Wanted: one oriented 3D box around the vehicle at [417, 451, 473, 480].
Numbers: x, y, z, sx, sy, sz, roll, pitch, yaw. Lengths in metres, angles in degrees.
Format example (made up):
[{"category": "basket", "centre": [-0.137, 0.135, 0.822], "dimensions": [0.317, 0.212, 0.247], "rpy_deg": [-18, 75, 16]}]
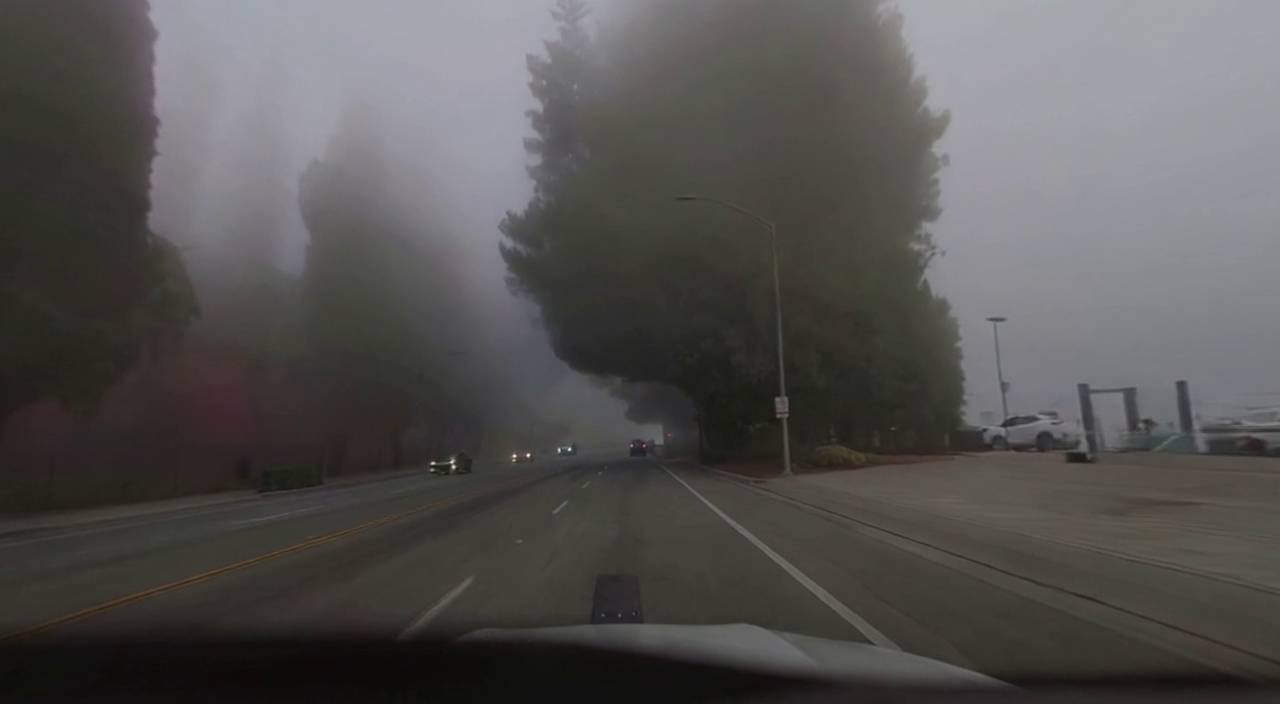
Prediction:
[{"category": "vehicle", "centre": [-11.177, 6.528, 36.524], "dimensions": [1.948, 1.481, 4.380], "rpy_deg": [0, -8, -2]}]
